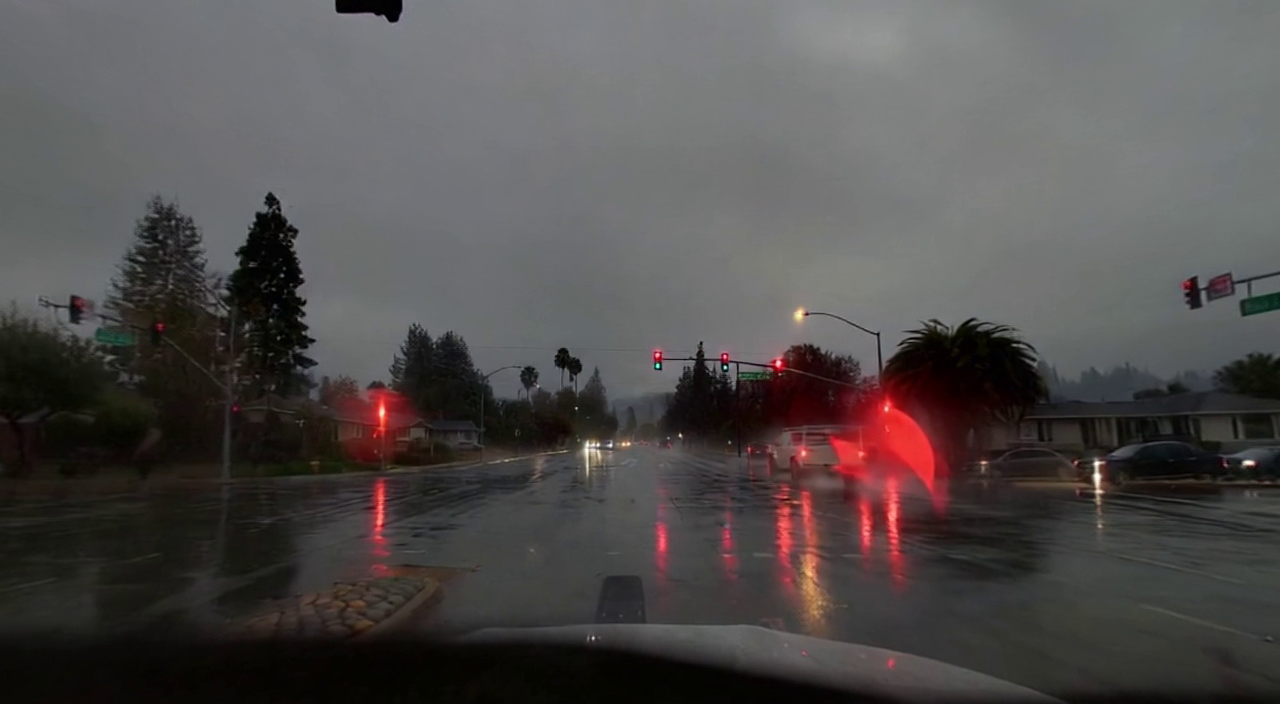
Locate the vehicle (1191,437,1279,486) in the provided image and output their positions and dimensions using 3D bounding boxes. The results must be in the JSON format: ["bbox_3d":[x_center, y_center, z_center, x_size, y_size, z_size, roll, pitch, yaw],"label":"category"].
[{"bbox_3d":[23.634,4.042,23.462,4.417,1.725,1.969,0,-9,-1],"label":"vehicle"}]

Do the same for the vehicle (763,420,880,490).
[{"bbox_3d":[5.929,3.476,21.618,2.273,2.042,5.717,0,-9,0],"label":"vehicle"}]

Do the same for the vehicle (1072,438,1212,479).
[{"bbox_3d":[23.503,4.991,29.741,4.807,1.835,2.033,0,-9,-1],"label":"vehicle"}]

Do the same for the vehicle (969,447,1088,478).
[{"bbox_3d":[19.730,5.609,32.237,4.874,1.544,1.779,0,-9,1],"label":"vehicle"}]

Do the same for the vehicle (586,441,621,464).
[{"bbox_3d":[-2.391,6.715,42.282,2.045,1.484,3.991,0,-9,0],"label":"vehicle"}]
